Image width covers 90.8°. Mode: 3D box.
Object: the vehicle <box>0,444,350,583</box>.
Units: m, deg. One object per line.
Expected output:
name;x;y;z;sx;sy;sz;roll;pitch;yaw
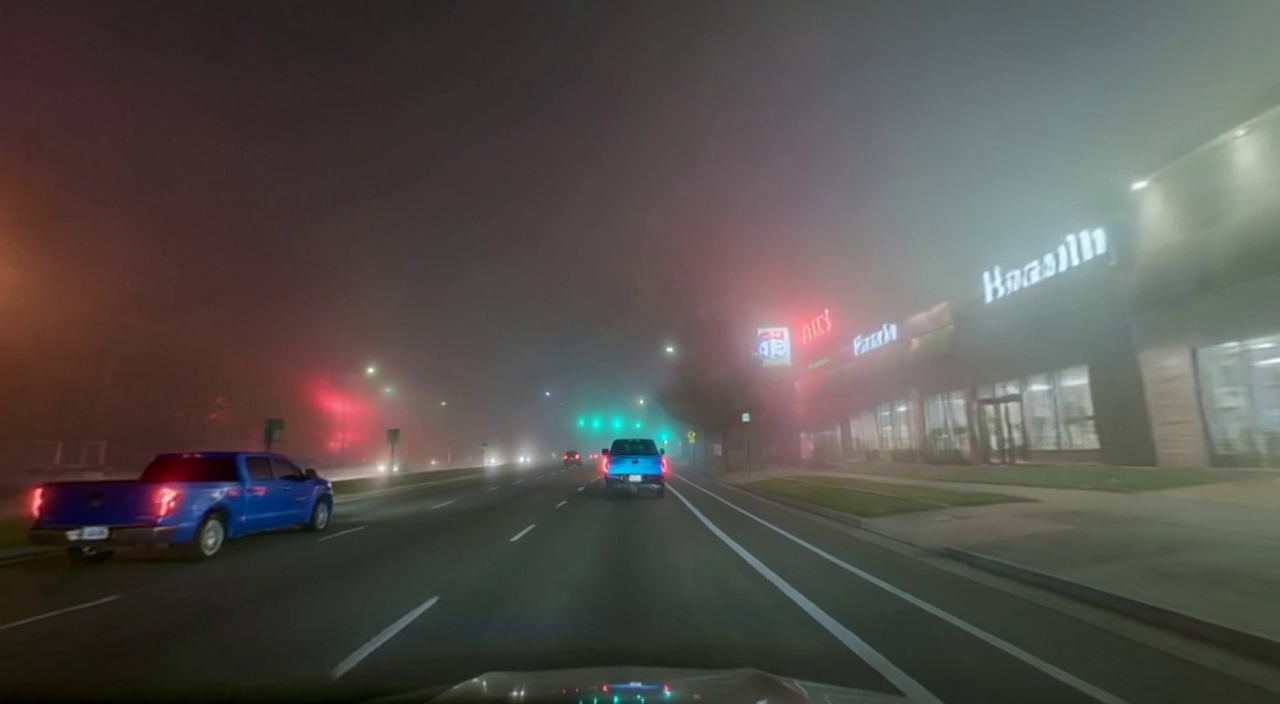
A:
vehicle;-6.140;2.053;8.973;1.888;1.424;4.553;-1;-9;0

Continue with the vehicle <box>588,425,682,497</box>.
vehicle;-0.216;3.464;20.483;2.590;1.932;5.776;-1;-9;-1
